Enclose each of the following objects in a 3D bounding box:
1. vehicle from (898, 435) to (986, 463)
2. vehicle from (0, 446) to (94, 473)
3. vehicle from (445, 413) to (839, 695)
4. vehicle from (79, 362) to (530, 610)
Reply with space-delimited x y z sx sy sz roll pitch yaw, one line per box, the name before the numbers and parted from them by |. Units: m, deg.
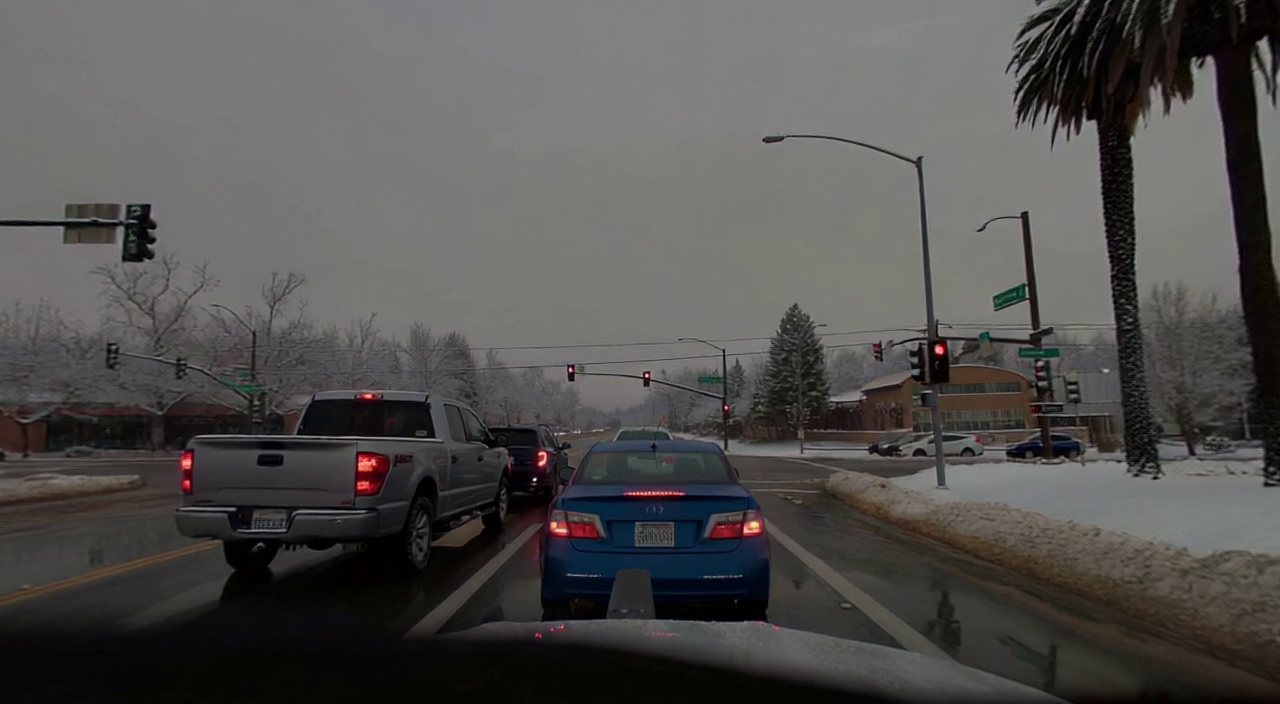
vehicle | 18.848 6.069 39.298 4.466 1.717 1.963 0 -8 2
vehicle | -37.056 6.646 38.898 4.576 1.617 1.937 0 -8 2
vehicle | 0.046 1.400 5.541 2.122 1.501 4.152 0 -8 1
vehicle | -3.210 1.482 7.927 2.330 1.969 5.626 -1 -8 3
